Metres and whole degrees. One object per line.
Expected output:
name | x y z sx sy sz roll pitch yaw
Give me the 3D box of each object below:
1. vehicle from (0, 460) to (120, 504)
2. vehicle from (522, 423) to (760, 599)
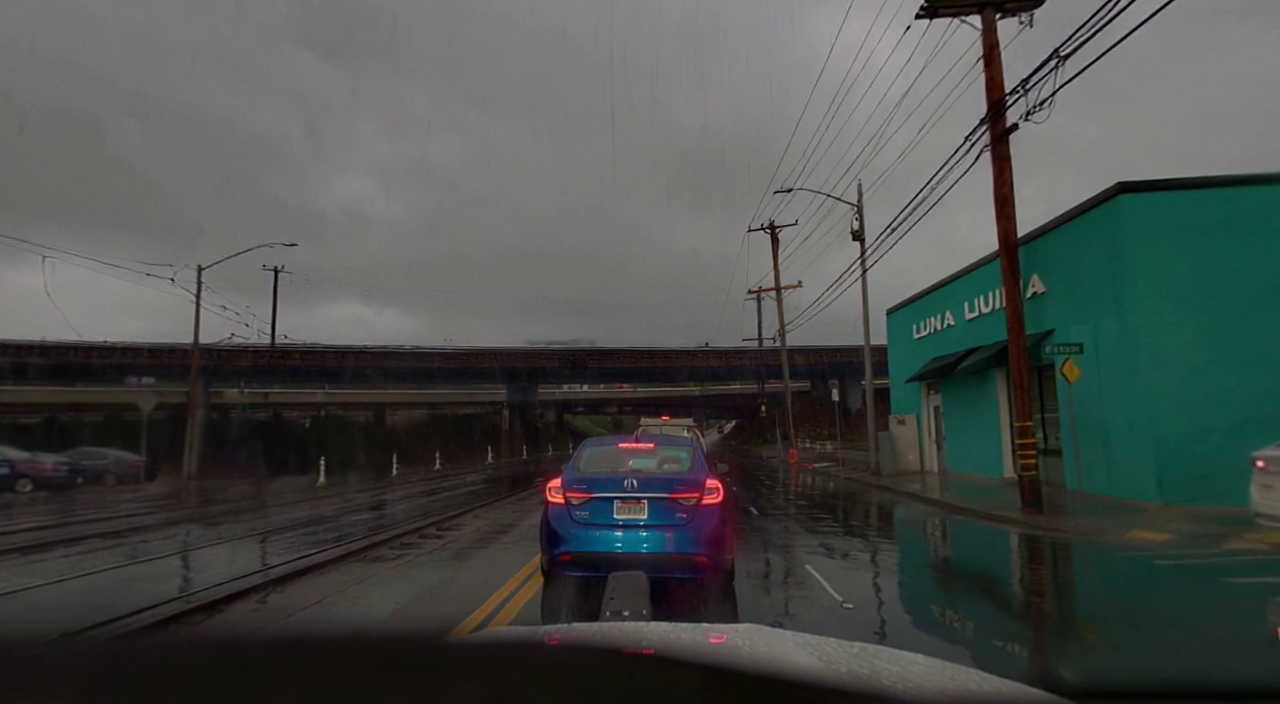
vehicle | -21.921 4.676 22.851 4.566 1.453 1.935 -1 -9 5
vehicle | 0.090 1.703 7.617 2.090 1.518 4.033 -1 -9 3
